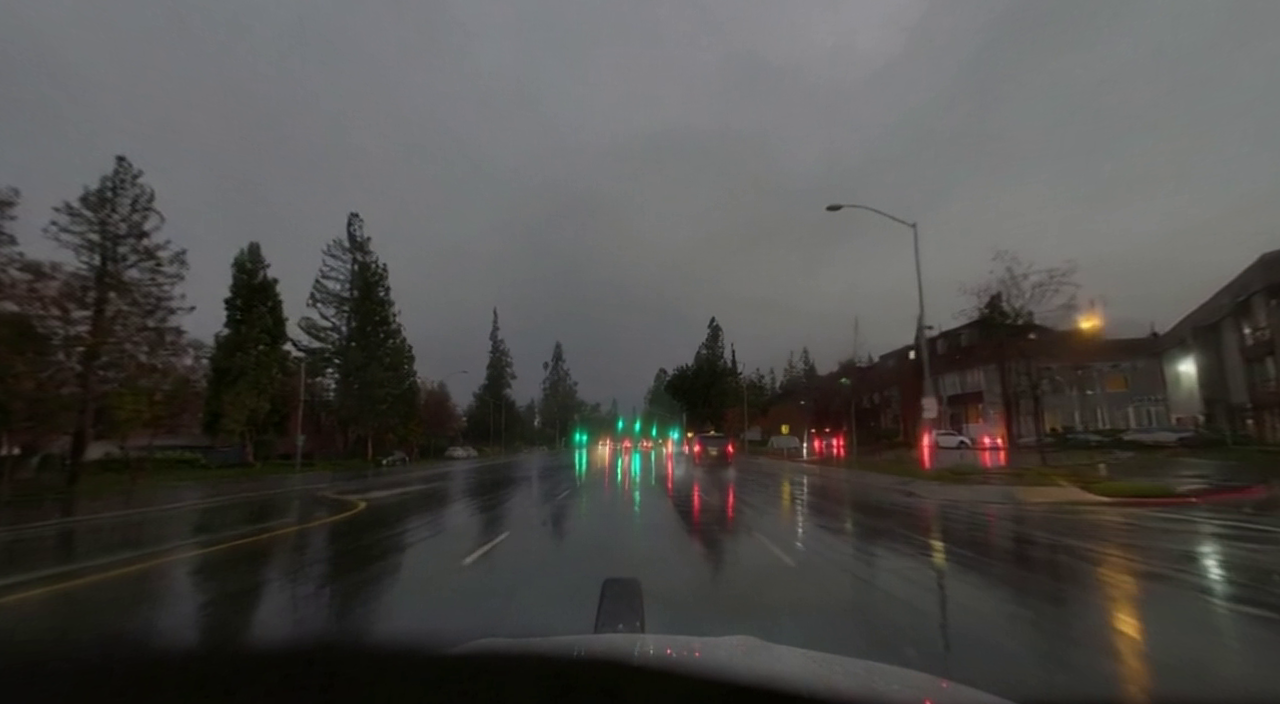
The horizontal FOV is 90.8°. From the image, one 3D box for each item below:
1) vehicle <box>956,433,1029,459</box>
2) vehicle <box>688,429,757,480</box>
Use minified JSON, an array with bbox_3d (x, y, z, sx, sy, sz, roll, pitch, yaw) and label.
[{"bbox_3d":[27.818,7.437,49.949,4.609,1.919,1.985,0,-8,-9],"label":"vehicle"},{"bbox_3d":[3.126,3.990,24.949,2.060,1.816,4.343,0,-8,-1],"label":"vehicle"}]
